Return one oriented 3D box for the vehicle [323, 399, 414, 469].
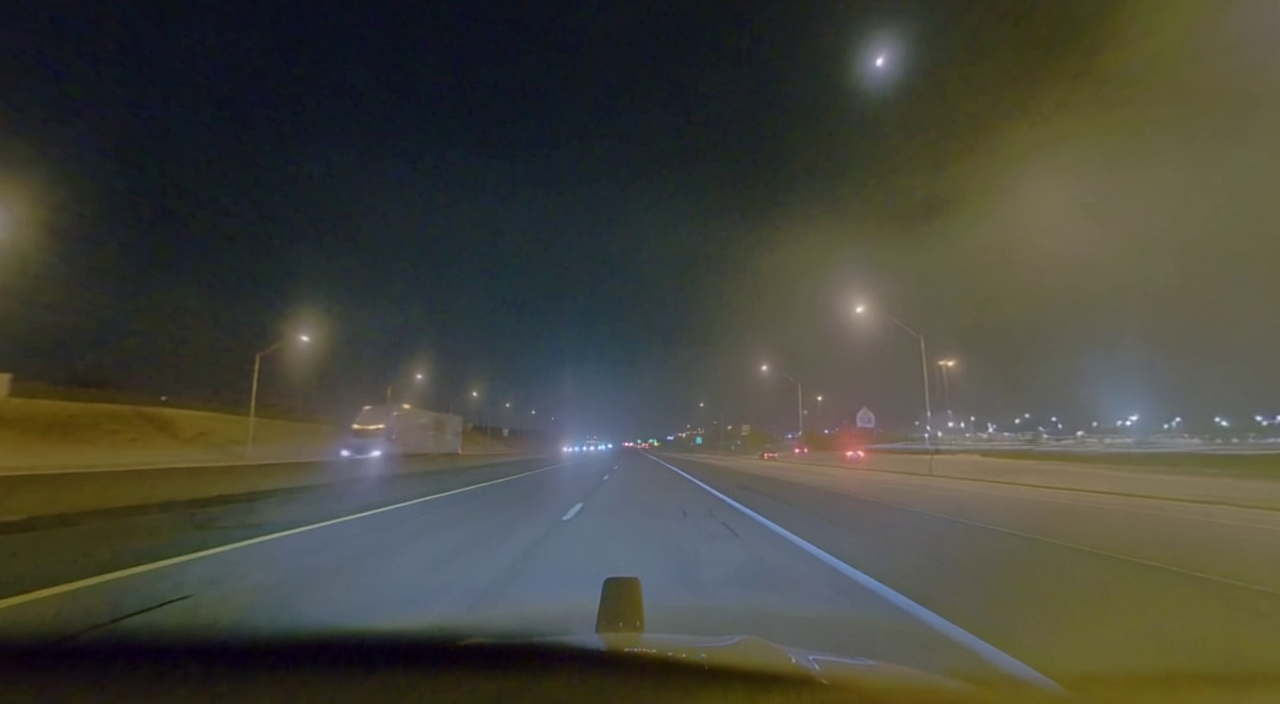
[{"bbox_3d":[-16.517,5.130,38.886,3.025,3.932,5.813,0,-9,-1],"label":"vehicle"}]
